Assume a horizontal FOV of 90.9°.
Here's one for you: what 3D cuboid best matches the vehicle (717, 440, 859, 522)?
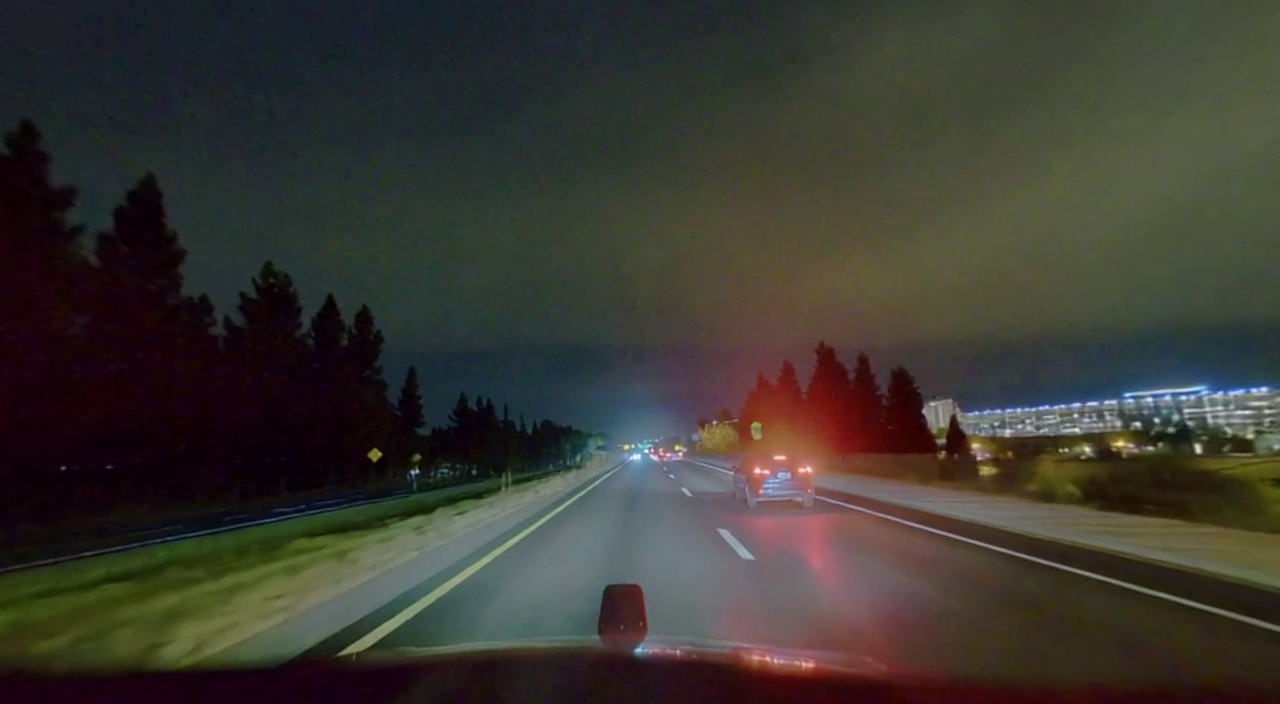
[{"bbox_3d":[3.083,2.765,14.210,2.042,1.518,4.477,0,-8,-1],"label":"vehicle"}]
